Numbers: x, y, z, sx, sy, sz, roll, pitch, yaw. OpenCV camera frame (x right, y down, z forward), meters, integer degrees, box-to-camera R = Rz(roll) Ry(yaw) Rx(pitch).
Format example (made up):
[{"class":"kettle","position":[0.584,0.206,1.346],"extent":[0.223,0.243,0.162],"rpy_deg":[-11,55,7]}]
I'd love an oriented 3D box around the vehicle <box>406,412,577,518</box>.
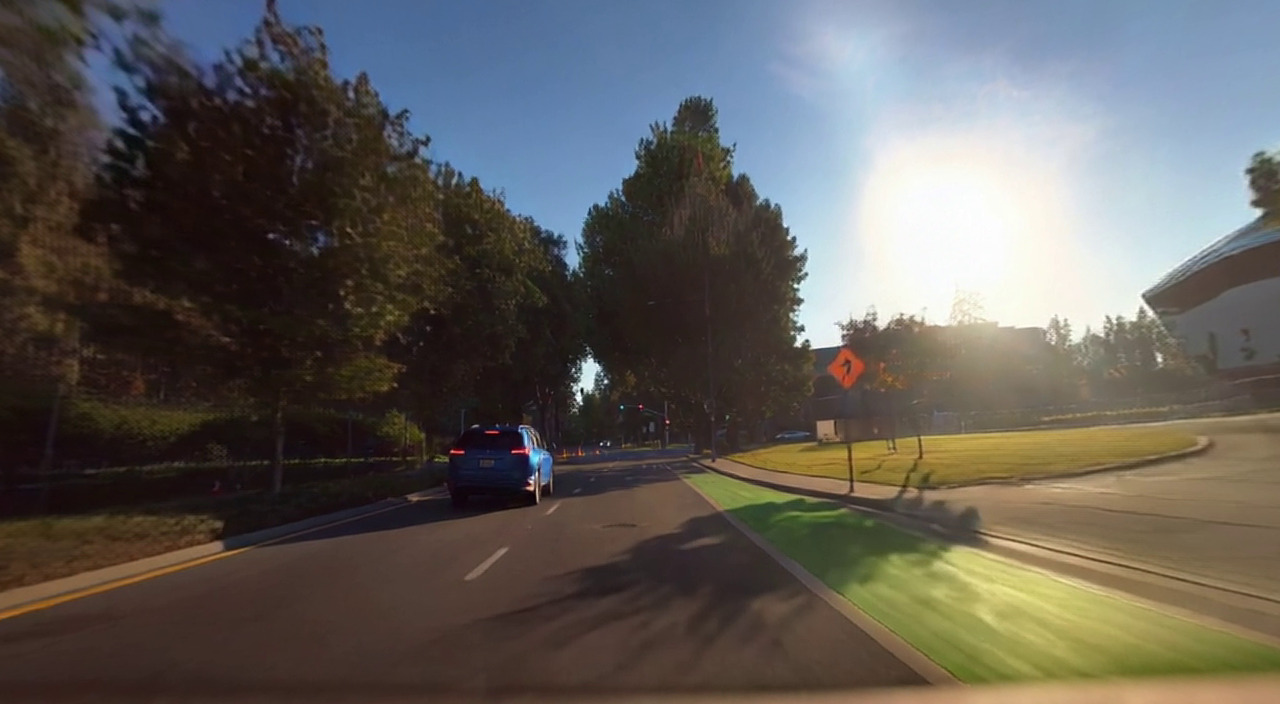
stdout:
[{"class":"vehicle","position":[-2.762,2.276,13.132],"extent":[2.339,1.790,4.629],"rpy_deg":[0,-8,1]}]
